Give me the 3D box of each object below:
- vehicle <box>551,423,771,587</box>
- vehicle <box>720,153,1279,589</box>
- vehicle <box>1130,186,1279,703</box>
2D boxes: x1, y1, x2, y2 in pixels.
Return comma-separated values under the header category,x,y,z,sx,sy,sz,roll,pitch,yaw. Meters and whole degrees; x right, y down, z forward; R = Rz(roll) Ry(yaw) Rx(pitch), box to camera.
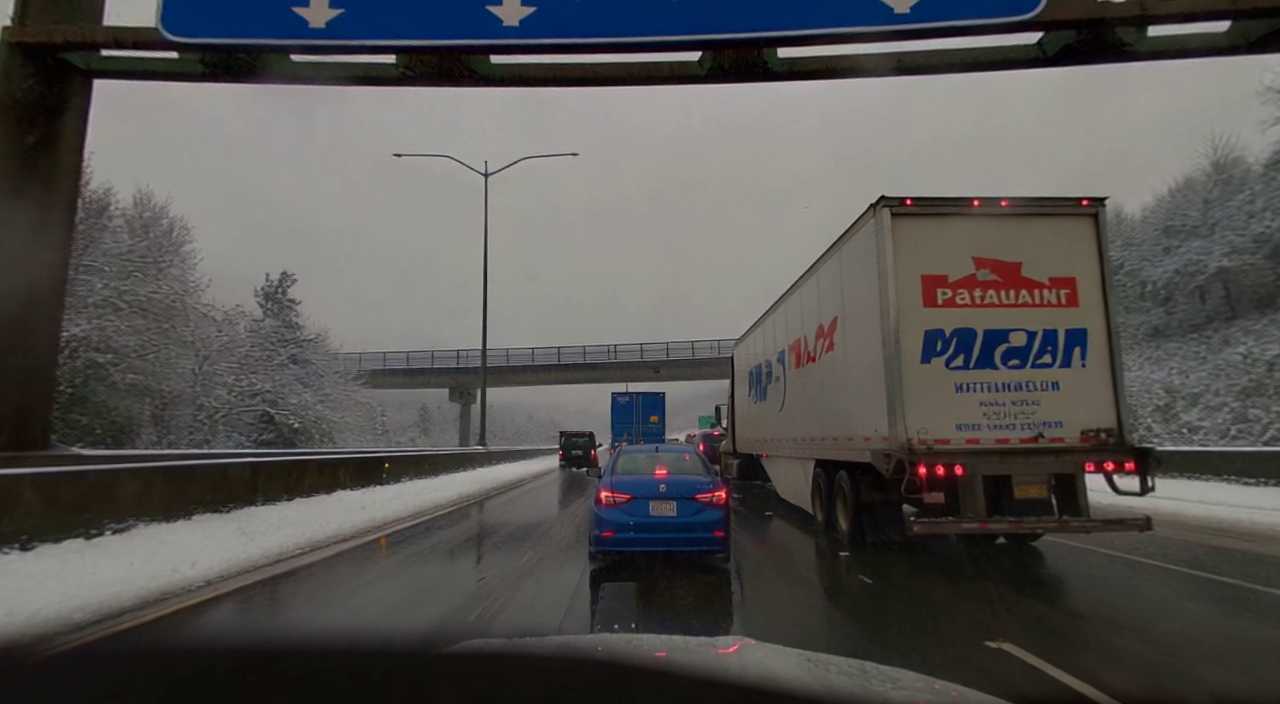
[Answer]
category,x,y,z,sx,sy,sz,roll,pitch,yaw
vehicle,0.181,1.687,7.722,2.045,1.490,3.597,-1,-8,0
vehicle,4.193,1.068,12.968,2.827,4.081,14.305,0,-8,-1
vehicle,4.729,0.120,0.643,2.892,2.615,6.650,0,-8,-2
